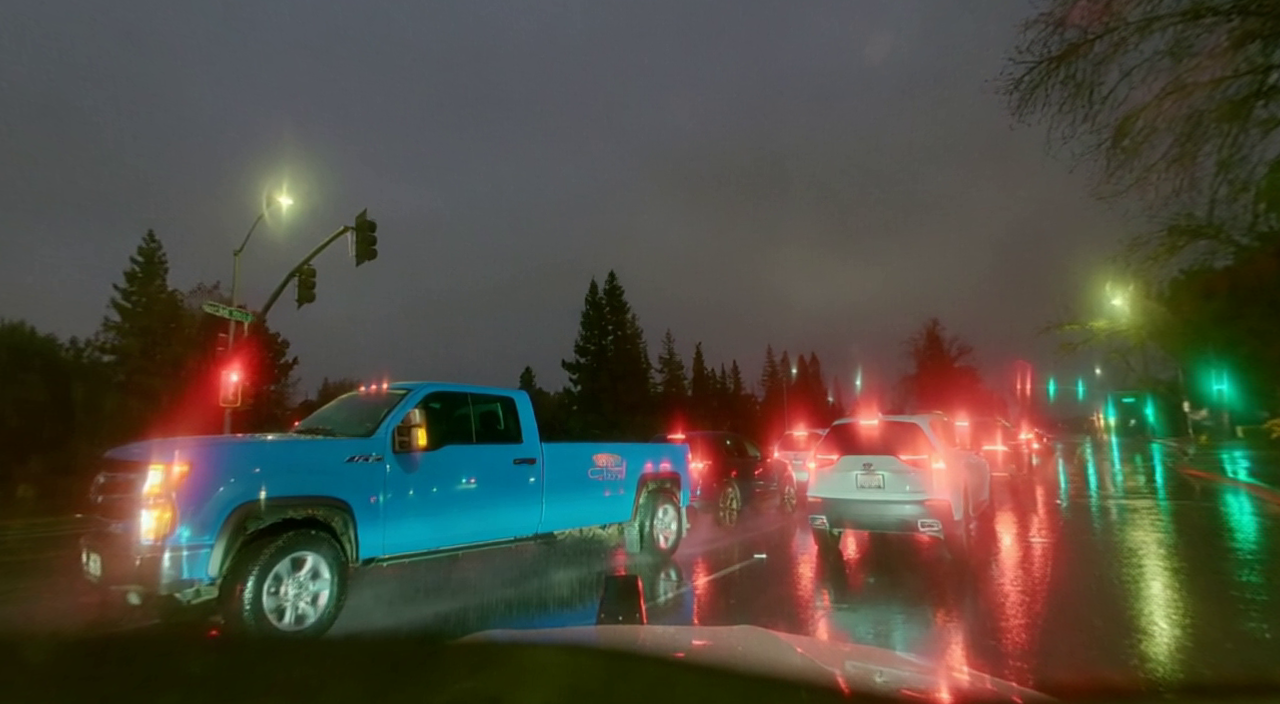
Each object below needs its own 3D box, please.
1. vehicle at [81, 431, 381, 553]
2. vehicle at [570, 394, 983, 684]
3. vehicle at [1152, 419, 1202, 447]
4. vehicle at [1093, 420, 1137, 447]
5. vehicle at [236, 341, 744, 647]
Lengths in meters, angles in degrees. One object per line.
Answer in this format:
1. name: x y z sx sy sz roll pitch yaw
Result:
1. vehicle: -8.362 2.784 13.458 2.174 2.057 4.738 -6 -10 33
2. vehicle: 1.715 1.376 5.991 2.027 1.549 4.801 -6 -10 35
3. vehicle: 35.783 5.471 42.169 2.183 1.714 4.491 -6 -11 37
4. vehicle: 32.815 5.673 43.705 2.160 1.790 4.303 -6 -10 35
5. vehicle: -0.872 1.399 7.476 2.272 2.016 6.146 -5 -10 27
